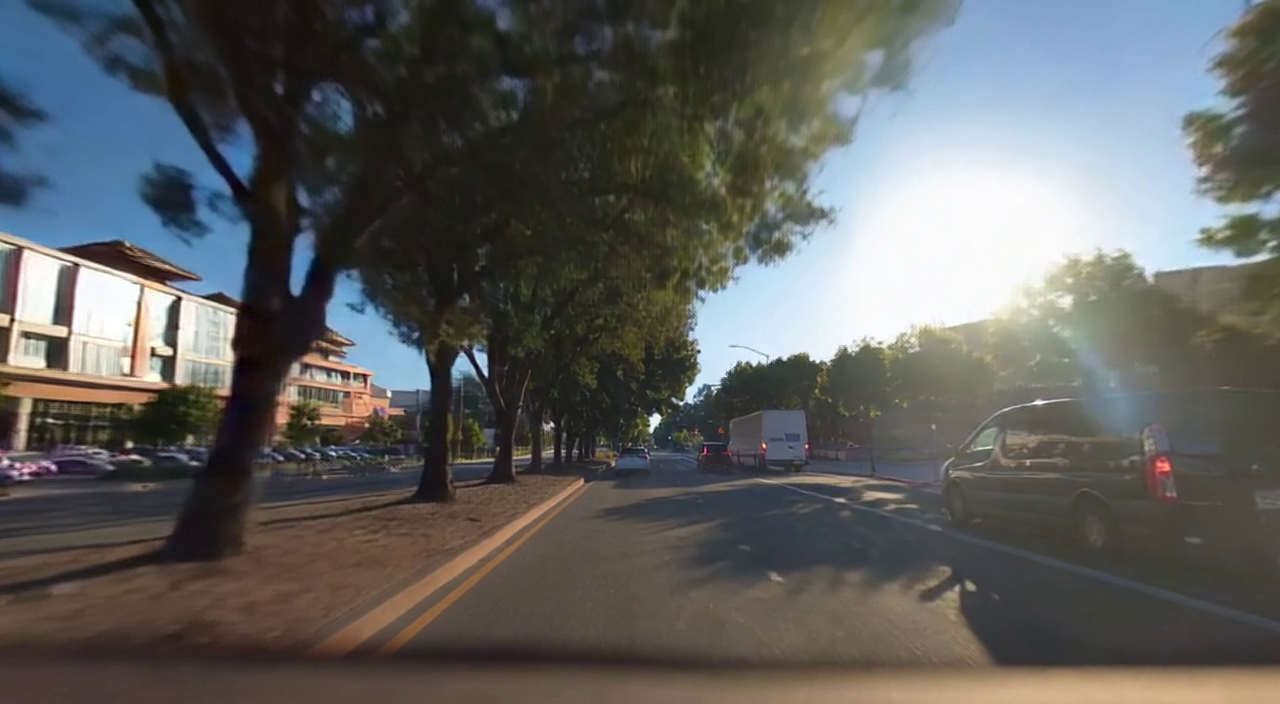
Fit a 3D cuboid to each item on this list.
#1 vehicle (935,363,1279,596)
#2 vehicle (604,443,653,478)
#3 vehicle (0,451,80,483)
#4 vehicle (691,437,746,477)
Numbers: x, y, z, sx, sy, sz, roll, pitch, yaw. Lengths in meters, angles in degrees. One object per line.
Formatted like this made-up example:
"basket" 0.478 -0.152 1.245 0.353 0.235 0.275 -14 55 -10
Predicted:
"vehicle" 6.718 1.564 8.662 2.573 2.127 5.568 0 -8 -1
"vehicle" -0.505 4.913 28.926 2.095 1.456 3.873 0 -8 -1
"vehicle" -29.444 5.410 29.842 4.048 1.412 1.886 0 -8 -2
"vehicle" 3.603 4.907 29.808 2.047 1.711 4.265 0 -8 0
